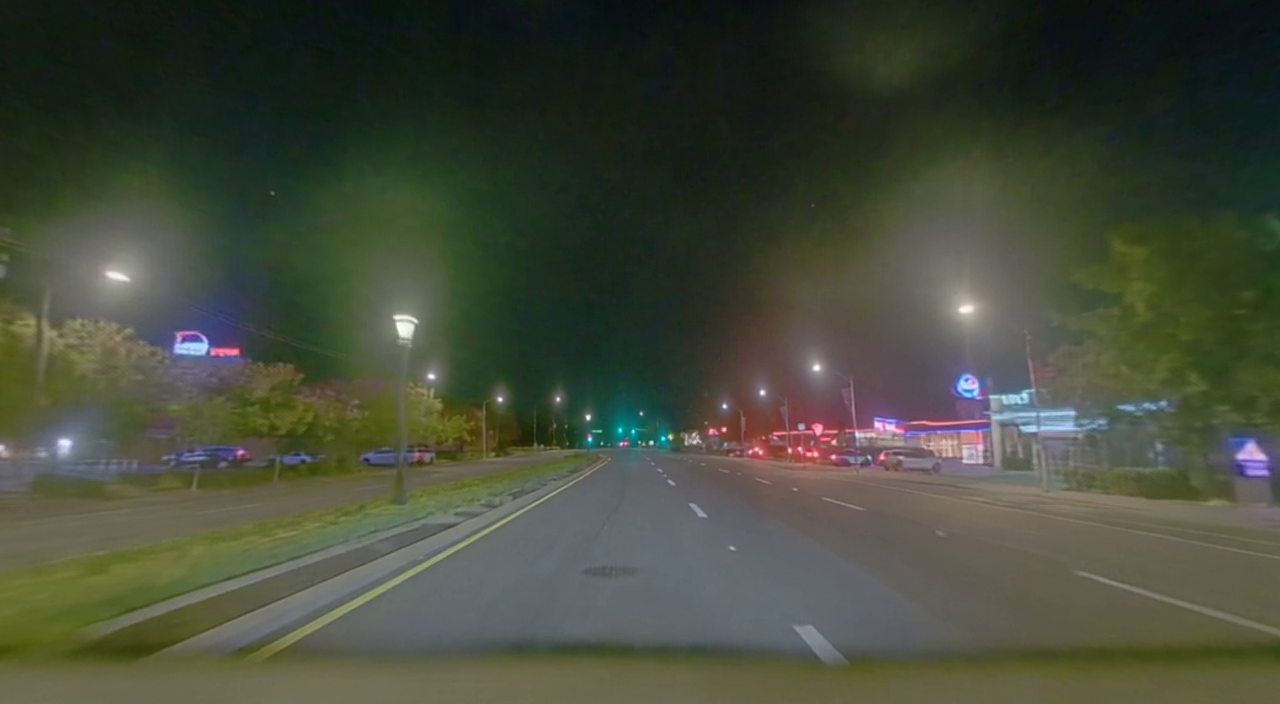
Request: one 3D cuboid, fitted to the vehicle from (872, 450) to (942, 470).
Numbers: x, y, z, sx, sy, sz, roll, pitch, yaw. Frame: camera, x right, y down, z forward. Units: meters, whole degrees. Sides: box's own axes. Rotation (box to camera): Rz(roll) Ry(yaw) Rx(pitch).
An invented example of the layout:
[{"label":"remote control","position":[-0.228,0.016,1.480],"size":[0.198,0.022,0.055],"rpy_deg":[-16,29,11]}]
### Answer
[{"label":"vehicle","position":[20.468,8.309,48.606],"size":[4.500,1.456,1.962],"rpy_deg":[0,-9,1]}]
